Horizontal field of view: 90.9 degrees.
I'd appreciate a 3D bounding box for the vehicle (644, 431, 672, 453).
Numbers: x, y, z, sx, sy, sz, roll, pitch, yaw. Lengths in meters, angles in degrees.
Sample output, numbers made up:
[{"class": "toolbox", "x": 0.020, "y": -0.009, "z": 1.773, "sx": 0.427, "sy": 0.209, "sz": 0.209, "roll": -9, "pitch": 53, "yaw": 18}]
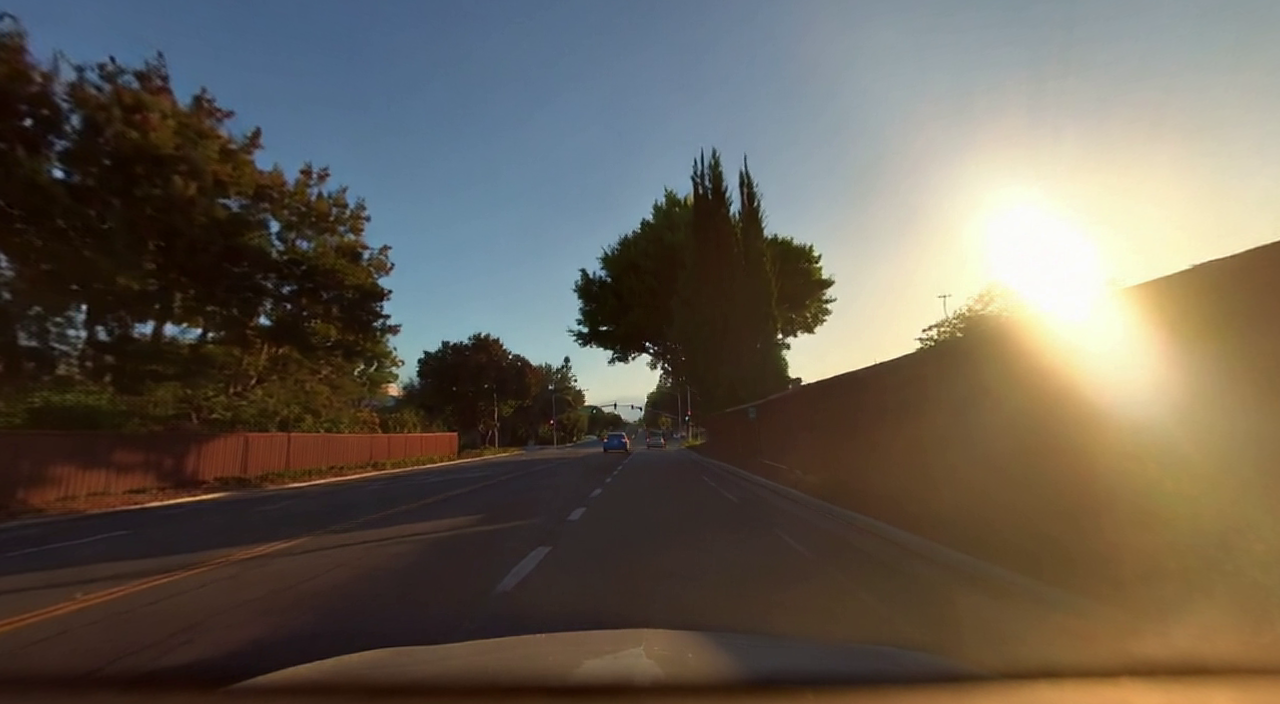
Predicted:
[{"class": "vehicle", "x": 1.374, "y": 7.115, "z": 49.802, "sx": 2.127, "sy": 1.665, "sz": 3.993, "roll": 0, "pitch": -8, "yaw": 0}]
